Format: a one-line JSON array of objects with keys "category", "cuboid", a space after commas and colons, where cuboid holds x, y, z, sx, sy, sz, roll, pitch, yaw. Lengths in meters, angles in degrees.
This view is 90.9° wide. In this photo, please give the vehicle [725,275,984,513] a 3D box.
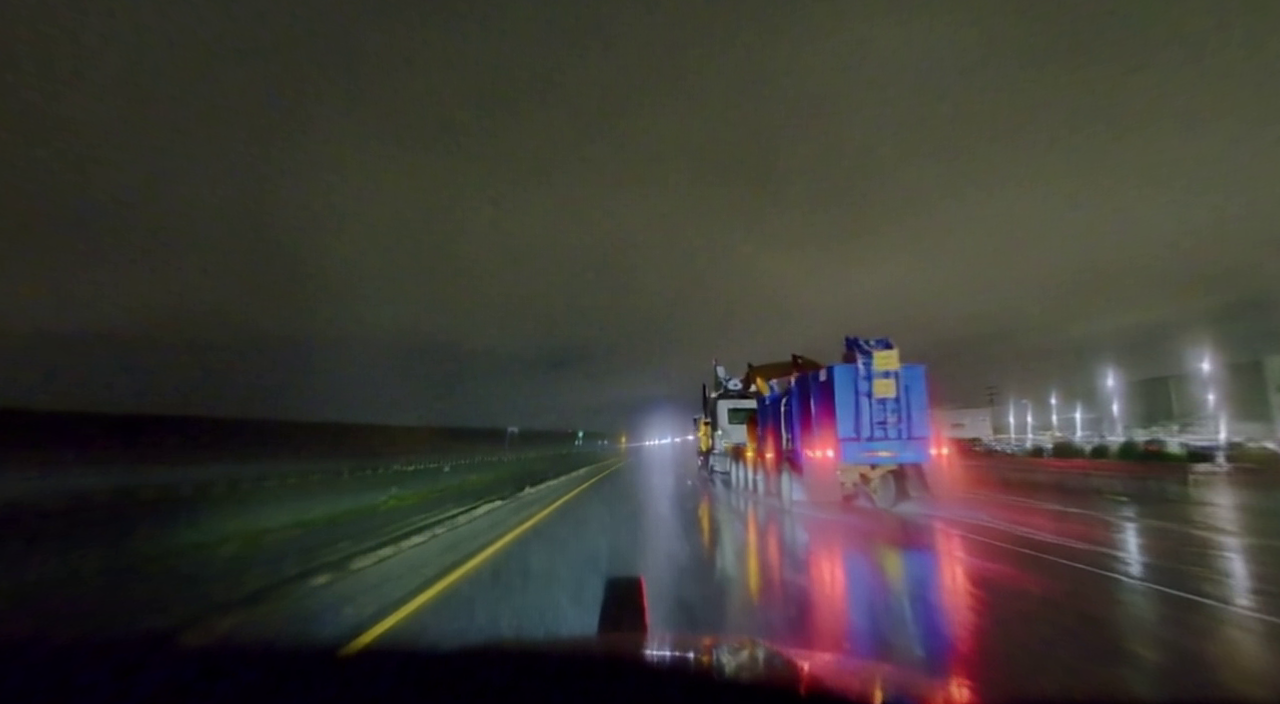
[{"category": "vehicle", "cuboid": [3.963, 1.136, 13.759, 3.279, 3.956, 6.541, 0, -9, 1]}]

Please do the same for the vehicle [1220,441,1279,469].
[{"category": "vehicle", "cuboid": [43.476, 7.044, 43.211, 5.053, 1.689, 2.144, -3, -8, 3]}]
